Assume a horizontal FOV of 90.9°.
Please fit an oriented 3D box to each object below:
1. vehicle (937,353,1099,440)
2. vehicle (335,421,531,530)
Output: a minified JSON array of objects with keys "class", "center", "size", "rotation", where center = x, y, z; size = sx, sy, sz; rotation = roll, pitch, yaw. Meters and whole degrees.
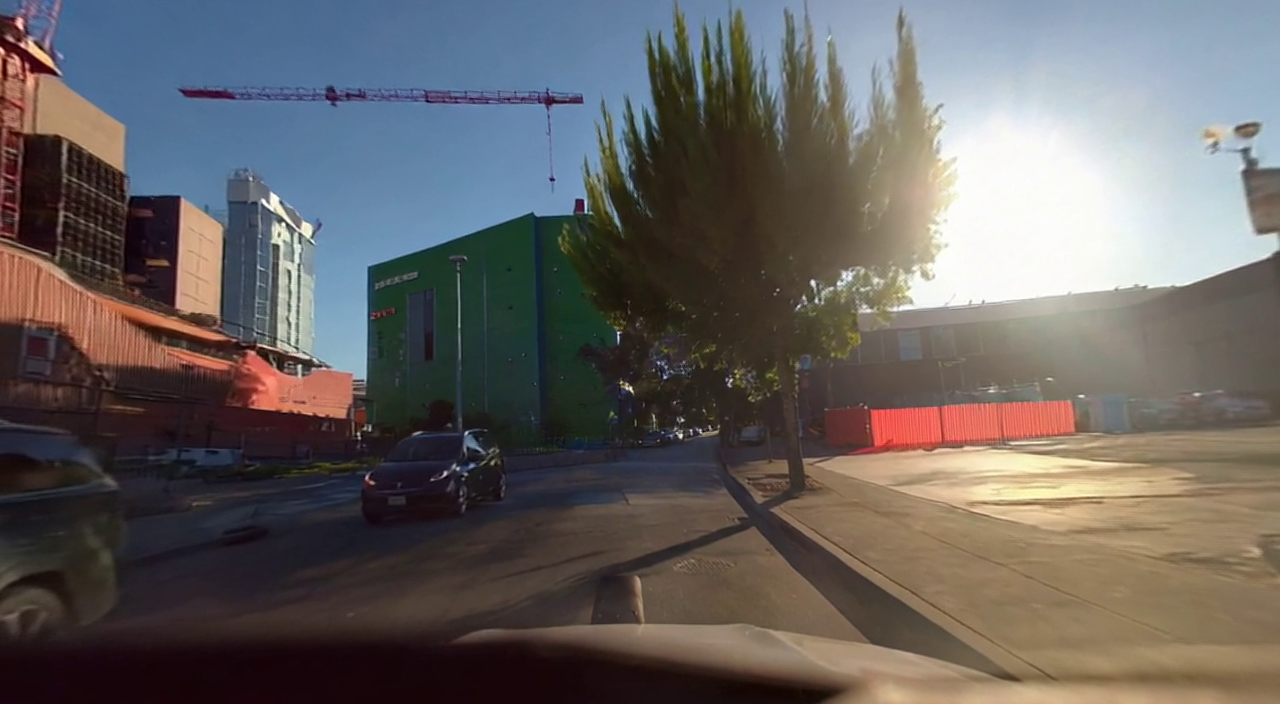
[{"class":"vehicle","center":[19.103,2.596,32.913],"size":[3.031,3.863,9.734],"rotation":[-1,-7,5]},{"class":"vehicle","center":[-3.575,2.174,11.846],"size":[1.967,1.646,4.192],"rotation":[-1,-7,5]}]
